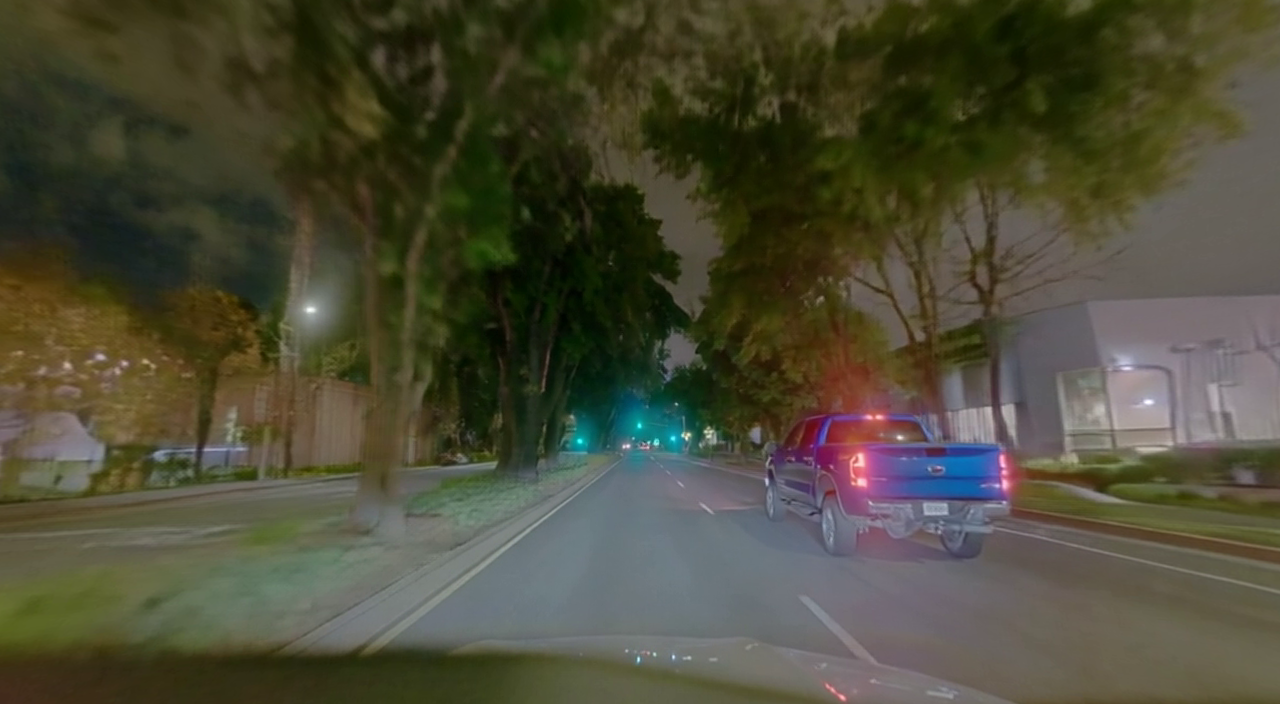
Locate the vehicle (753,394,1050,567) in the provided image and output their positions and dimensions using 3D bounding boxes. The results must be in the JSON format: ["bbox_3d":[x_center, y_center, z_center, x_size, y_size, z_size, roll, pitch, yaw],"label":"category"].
[{"bbox_3d":[3.280,1.770,9.462,2.085,1.828,5.383,0,-8,-1],"label":"vehicle"}]
